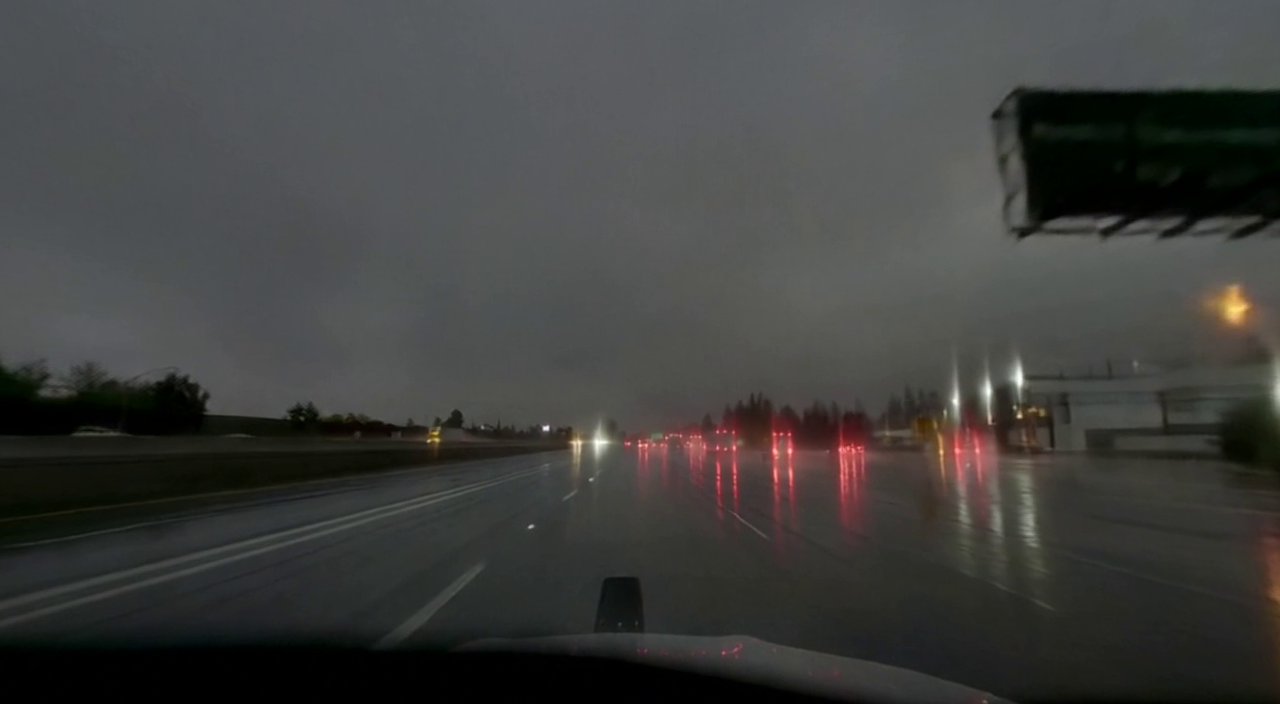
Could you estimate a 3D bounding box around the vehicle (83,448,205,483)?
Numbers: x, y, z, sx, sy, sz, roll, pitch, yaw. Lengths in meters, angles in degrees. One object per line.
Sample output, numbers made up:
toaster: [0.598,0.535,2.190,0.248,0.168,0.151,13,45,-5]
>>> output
vehicle: [-23.237,5.303,29.767,1.935,1.480,4.664,0,-8,1]
